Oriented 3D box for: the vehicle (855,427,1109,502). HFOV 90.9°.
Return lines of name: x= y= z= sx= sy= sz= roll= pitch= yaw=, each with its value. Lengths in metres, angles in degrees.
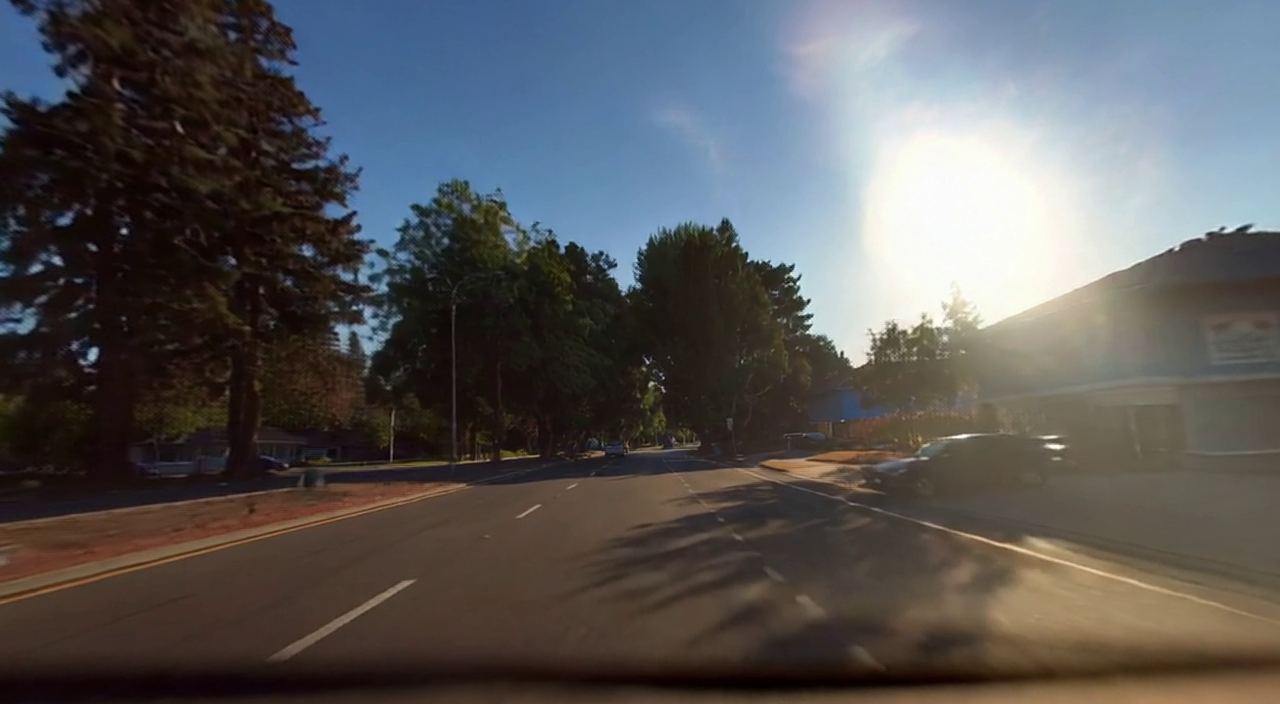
vehicle: x=7.420 y=2.504 z=14.215 sx=4.575 sy=1.514 sz=1.932 roll=-2 pitch=-9 yaw=10
